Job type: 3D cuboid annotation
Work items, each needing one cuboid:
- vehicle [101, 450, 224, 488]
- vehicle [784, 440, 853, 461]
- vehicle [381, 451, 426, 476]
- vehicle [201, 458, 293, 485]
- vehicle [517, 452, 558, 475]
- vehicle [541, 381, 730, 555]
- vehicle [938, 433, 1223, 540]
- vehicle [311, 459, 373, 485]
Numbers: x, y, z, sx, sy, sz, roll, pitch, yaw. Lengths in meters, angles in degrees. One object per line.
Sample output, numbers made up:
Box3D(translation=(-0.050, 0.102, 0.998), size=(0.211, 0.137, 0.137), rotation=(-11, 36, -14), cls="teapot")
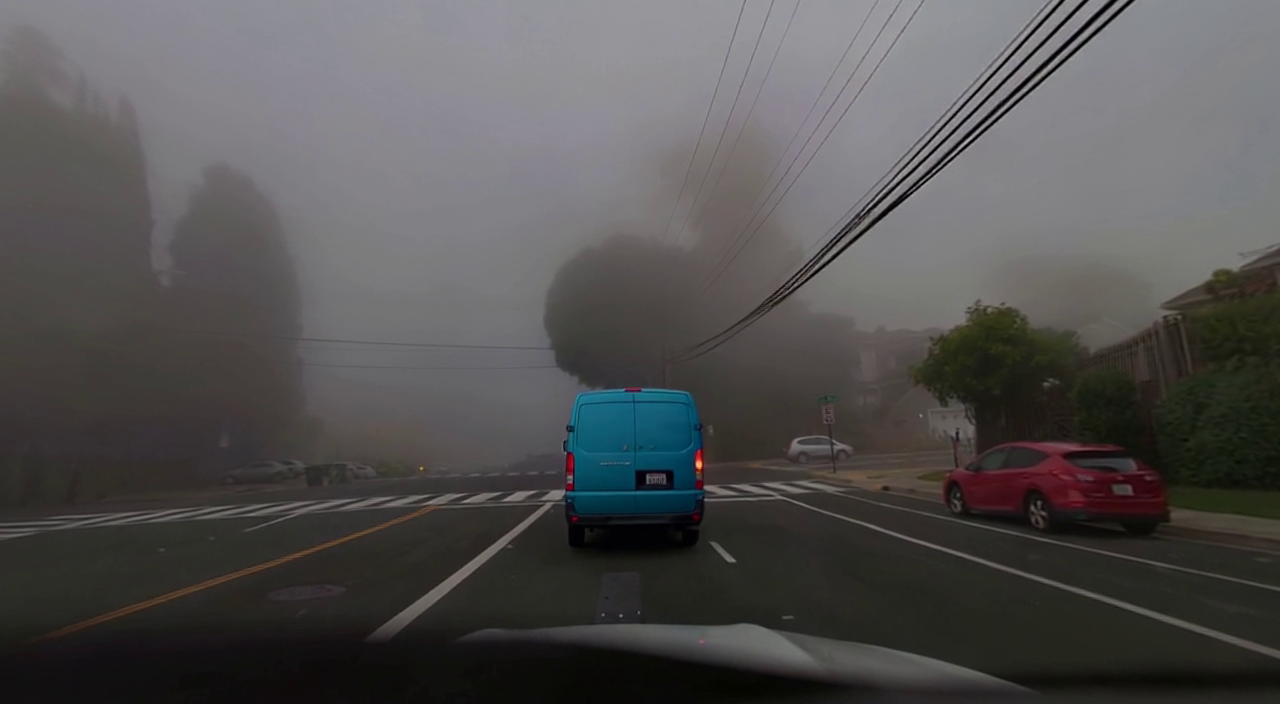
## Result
Box3D(translation=(-26.882, 6.597, 35.700), size=(5.026, 2.017, 2.215), rotation=(0, -9, -1), cls="vehicle")
Box3D(translation=(13.034, 7.237, 46.302), size=(4.483, 1.463, 1.805), rotation=(0, -9, 0), cls="vehicle")
Box3D(translation=(-17.958, 8.449, 48.216), size=(1.841, 1.769, 4.105), rotation=(0, -9, -1), cls="vehicle")
Box3D(translation=(-27.327, 8.332, 44.095), size=(4.972, 1.776, 2.057), rotation=(0, -9, -1), cls="vehicle")
Box3D(translation=(-7.100, 7.758, 44.258), size=(1.962, 1.481, 4.434), rotation=(-1, -9, 3), cls="vehicle")
Box3D(translation=(-0.206, 1.799, 10.369), size=(2.342, 2.142, 4.809), rotation=(0, -9, -4), cls="vehicle")
Box3D(translation=(7.347, 2.247, 11.221), size=(1.883, 1.504, 4.220), rotation=(0, -9, -2), cls="vehicle")
Box3D(translation=(-18.379, 7.414, 39.154), size=(1.816, 1.445, 4.120), rotation=(0, -9, 1), cls="vehicle")
